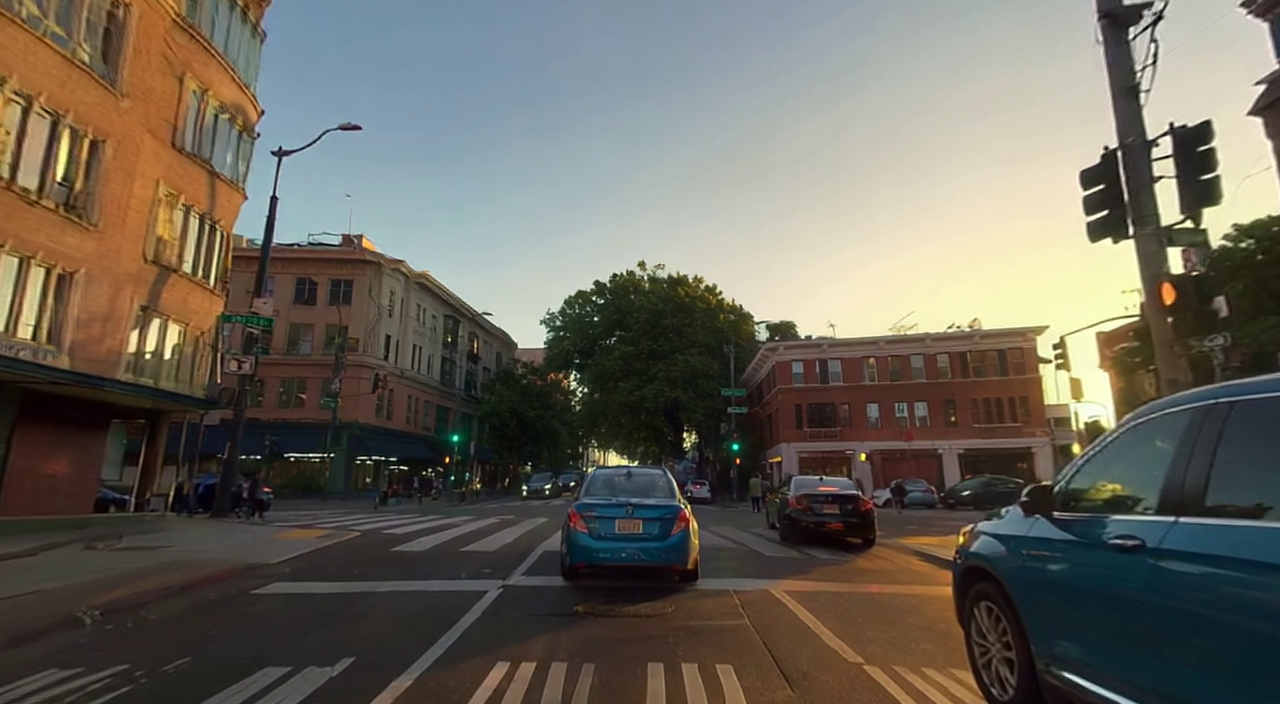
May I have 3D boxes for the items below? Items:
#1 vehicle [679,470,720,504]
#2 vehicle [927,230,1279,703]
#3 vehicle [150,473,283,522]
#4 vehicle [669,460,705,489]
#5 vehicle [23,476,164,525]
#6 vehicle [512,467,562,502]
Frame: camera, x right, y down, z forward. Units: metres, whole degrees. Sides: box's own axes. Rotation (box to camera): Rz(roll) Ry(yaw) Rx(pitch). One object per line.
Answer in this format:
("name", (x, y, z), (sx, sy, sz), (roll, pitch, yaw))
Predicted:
("vehicle", (3.568, 8.189, 38.493), (1.908, 1.741, 4.066), (0, -9, -3))
("vehicle", (3.194, 0.503, 0.989), (2.632, 1.979, 6.096), (0, -9, 0))
("vehicle", (-19.684, 6.772, 29.452), (4.750, 2.083, 2.002), (-1, -9, 3))
("vehicle", (3.491, 9.268, 47.832), (2.365, 1.994, 4.259), (0, -9, 0))
("vehicle", (-25.448, 6.912, 29.478), (4.588, 2.048, 2.110), (-1, -9, 1))
("vehicle", (-6.241, 8.079, 38.733), (2.226, 1.896, 4.438), (-1, -9, 1))
